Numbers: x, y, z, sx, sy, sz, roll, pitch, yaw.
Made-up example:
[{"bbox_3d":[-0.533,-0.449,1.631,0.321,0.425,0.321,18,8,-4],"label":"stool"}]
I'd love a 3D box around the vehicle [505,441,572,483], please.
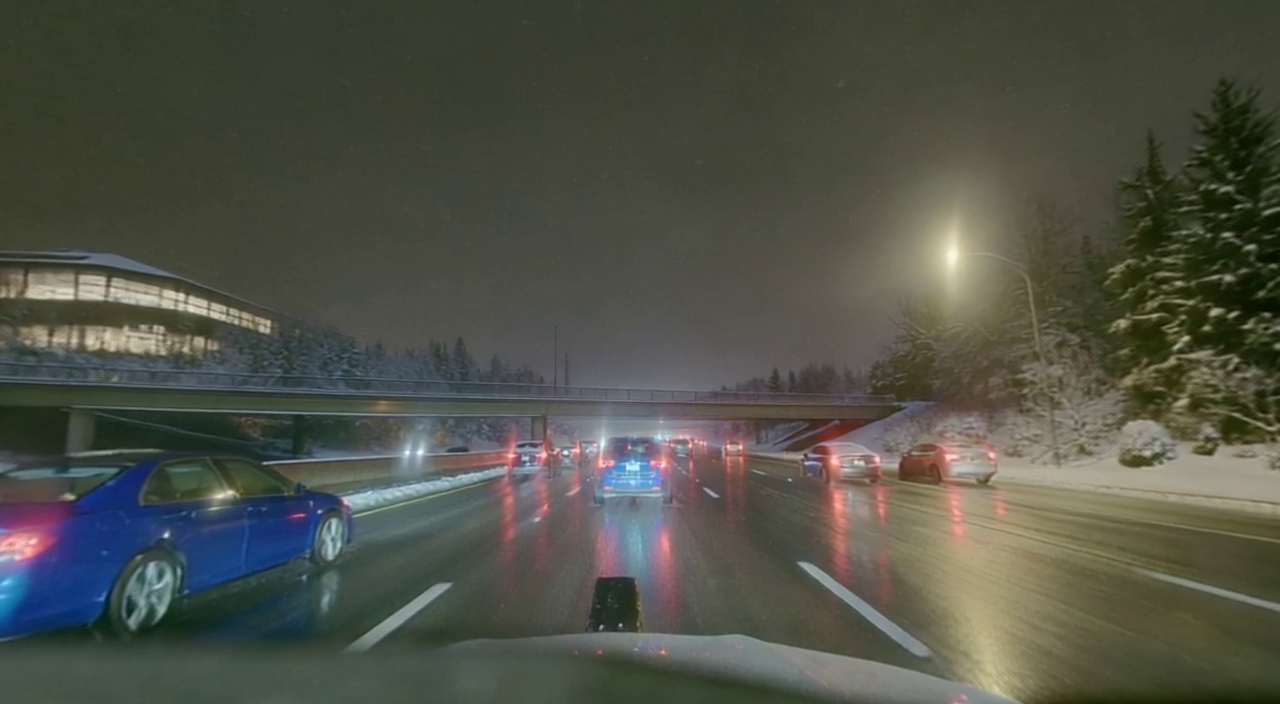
[{"bbox_3d":[-4.021,4.431,25.645,1.947,1.516,4.295,0,-9,1],"label":"vehicle"}]

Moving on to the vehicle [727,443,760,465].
[{"bbox_3d":[7.724,7.647,47.238,1.880,1.526,3.641,0,-9,-1],"label":"vehicle"}]

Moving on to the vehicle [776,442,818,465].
[{"bbox_3d":[11.697,7.615,47.215,1.992,1.625,4.359,0,-9,0],"label":"vehicle"}]

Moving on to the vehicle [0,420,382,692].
[{"bbox_3d":[-4.290,1.457,5.741,1.974,1.478,4.412,0,-9,0],"label":"vehicle"}]

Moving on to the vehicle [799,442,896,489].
[{"bbox_3d":[7.528,4.154,23.402,2.049,1.521,4.604,0,-9,0],"label":"vehicle"}]

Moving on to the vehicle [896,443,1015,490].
[{"bbox_3d":[11.193,4.076,22.750,2.008,1.516,4.385,0,-9,0],"label":"vehicle"}]

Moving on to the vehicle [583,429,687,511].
[{"bbox_3d":[-0.072,2.786,15.288,2.181,1.697,4.021,0,-9,1],"label":"vehicle"}]
